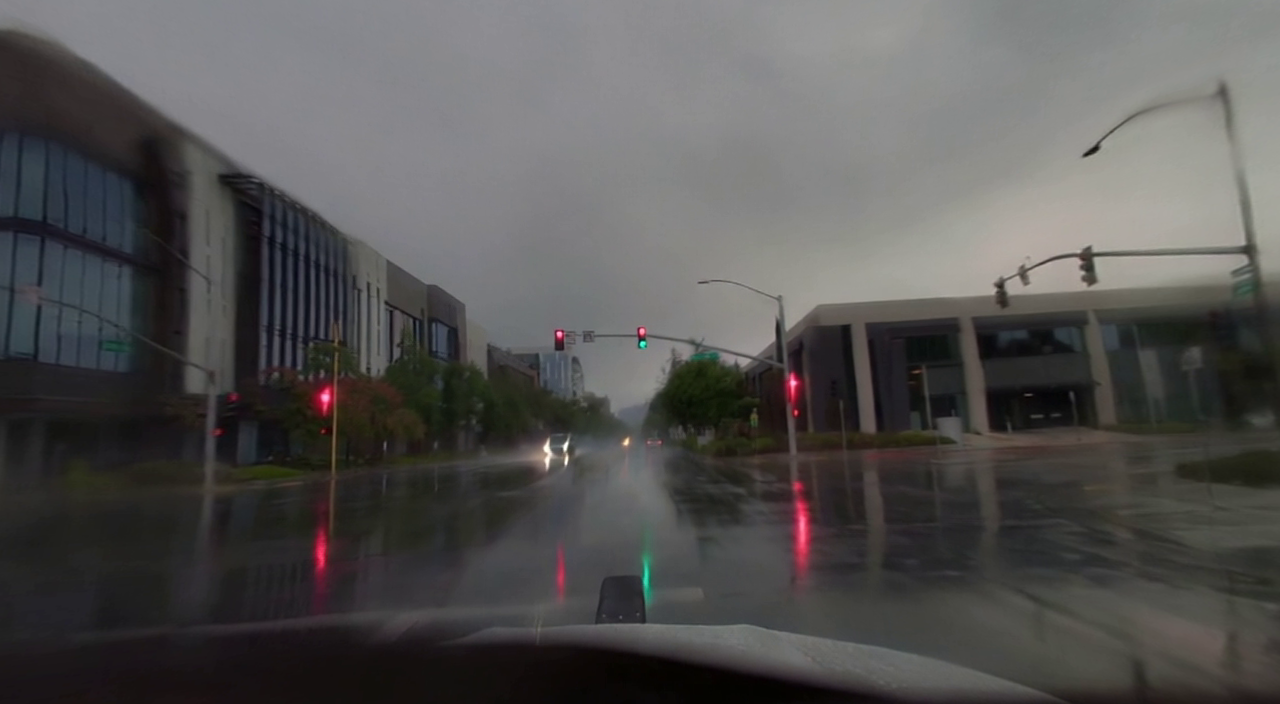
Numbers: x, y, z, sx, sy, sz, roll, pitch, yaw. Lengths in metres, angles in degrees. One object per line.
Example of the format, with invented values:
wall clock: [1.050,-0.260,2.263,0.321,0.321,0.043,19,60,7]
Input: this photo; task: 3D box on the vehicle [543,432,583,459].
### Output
vehicle: [-4.921,6.051,40.886,1.988,1.666,4.074,0,-8,1]
